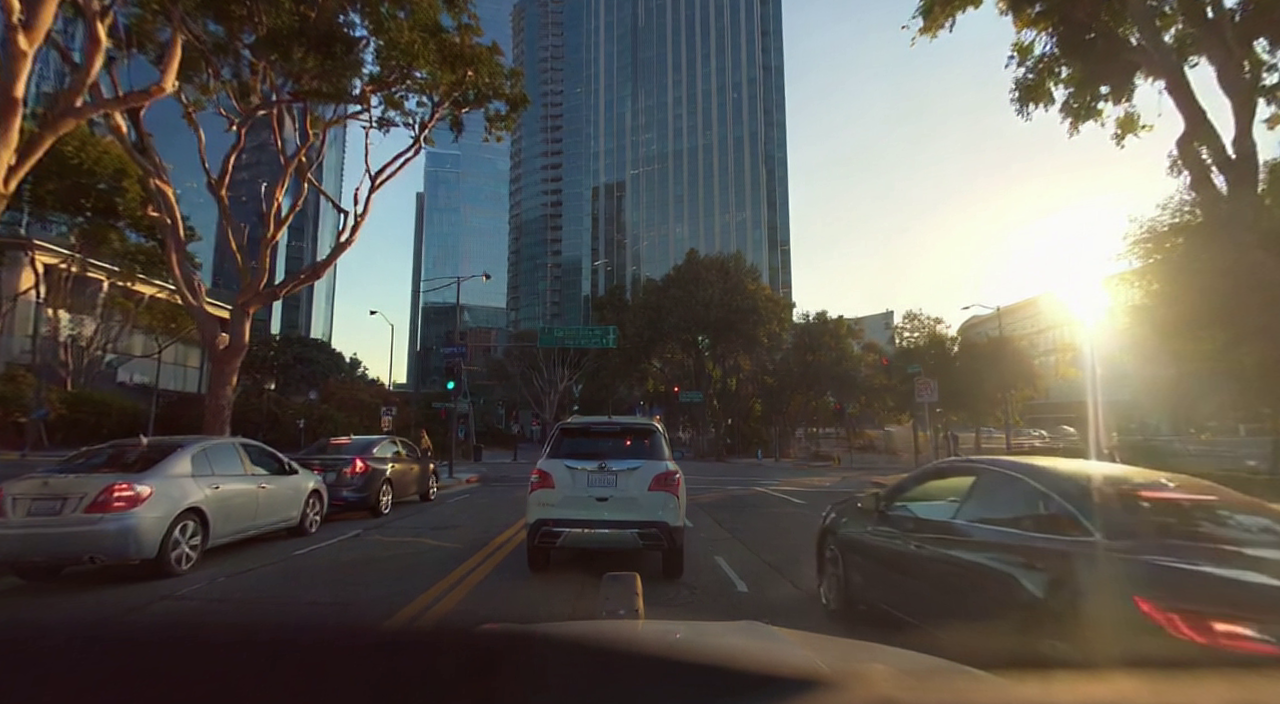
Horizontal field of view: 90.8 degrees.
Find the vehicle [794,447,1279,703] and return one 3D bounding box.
[{"bbox_3d":[2.567,1.351,4.368,1.882,1.354,4.749,0,-9,1],"label":"vehicle"}]

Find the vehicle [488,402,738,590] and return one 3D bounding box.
[{"bbox_3d":[-0.227,1.606,7.784,2.258,1.687,3.934,0,-9,1],"label":"vehicle"}]

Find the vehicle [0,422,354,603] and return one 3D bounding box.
[{"bbox_3d":[-5.756,1.858,8.286,1.904,1.684,4.529,0,-9,-1],"label":"vehicle"}]

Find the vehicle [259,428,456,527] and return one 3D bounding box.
[{"bbox_3d":[-5.871,2.655,13.970,2.077,1.791,4.751,0,-9,1],"label":"vehicle"}]
